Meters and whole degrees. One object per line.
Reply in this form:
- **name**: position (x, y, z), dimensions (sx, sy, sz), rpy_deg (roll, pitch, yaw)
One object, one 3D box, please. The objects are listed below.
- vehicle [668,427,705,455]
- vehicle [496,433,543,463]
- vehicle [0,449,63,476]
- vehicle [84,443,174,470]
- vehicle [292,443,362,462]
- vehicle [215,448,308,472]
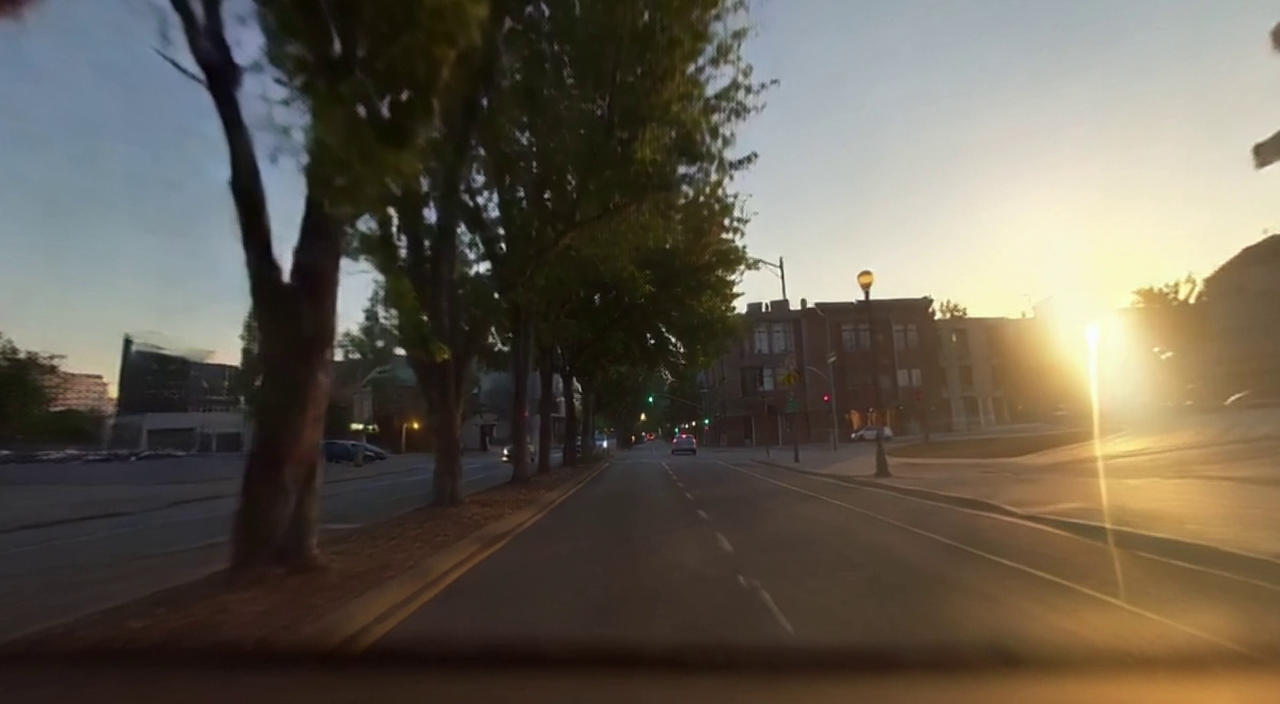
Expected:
- **vehicle**: position (3.054, 5.965, 42.390), dimensions (2.129, 1.719, 4.205), rpy_deg (0, -7, 0)
- **vehicle**: position (-7.507, 5.995, 39.713), dimensions (1.962, 1.807, 4.541), rpy_deg (0, -7, 1)
- **vehicle**: position (-41.829, 7.377, 41.978), dimensions (4.687, 1.625, 2.096), rpy_deg (-2, -6, 1)
- **vehicle**: position (-37.297, 7.610, 46.088), dimensions (4.673, 1.771, 2.118), rpy_deg (1, -9, 2)
- **vehicle**: position (-24.489, 7.851, 49.419), dimensions (4.359, 1.457, 2.043), rpy_deg (0, -7, 2)
- **vehicle**: position (-24.901, 7.108, 41.569), dimensions (4.815, 1.469, 2.056), rpy_deg (0, -7, 1)
